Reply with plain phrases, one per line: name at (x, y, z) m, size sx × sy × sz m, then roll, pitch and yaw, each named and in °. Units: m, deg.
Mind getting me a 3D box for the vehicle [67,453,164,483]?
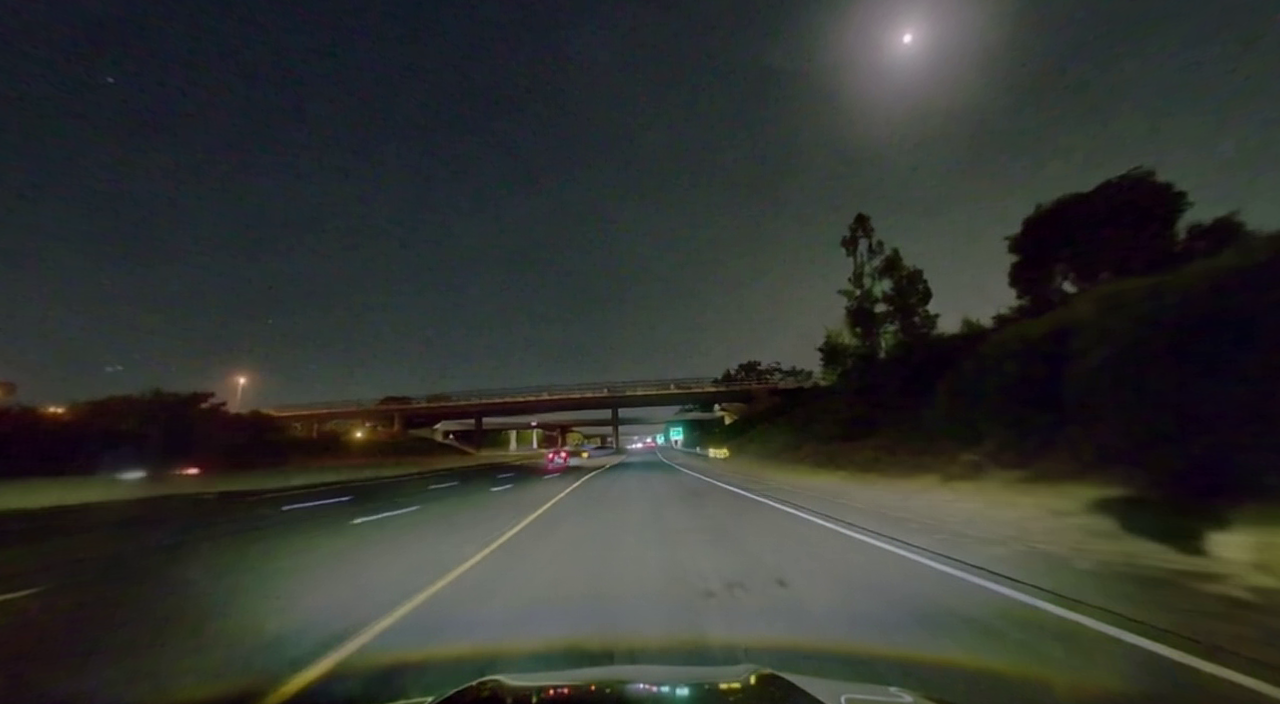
vehicle at (-25.591, 5.670, 30.911) m, size 1.599 × 1.361 × 3.494 m, roll -1°, pitch -9°, yaw 4°
